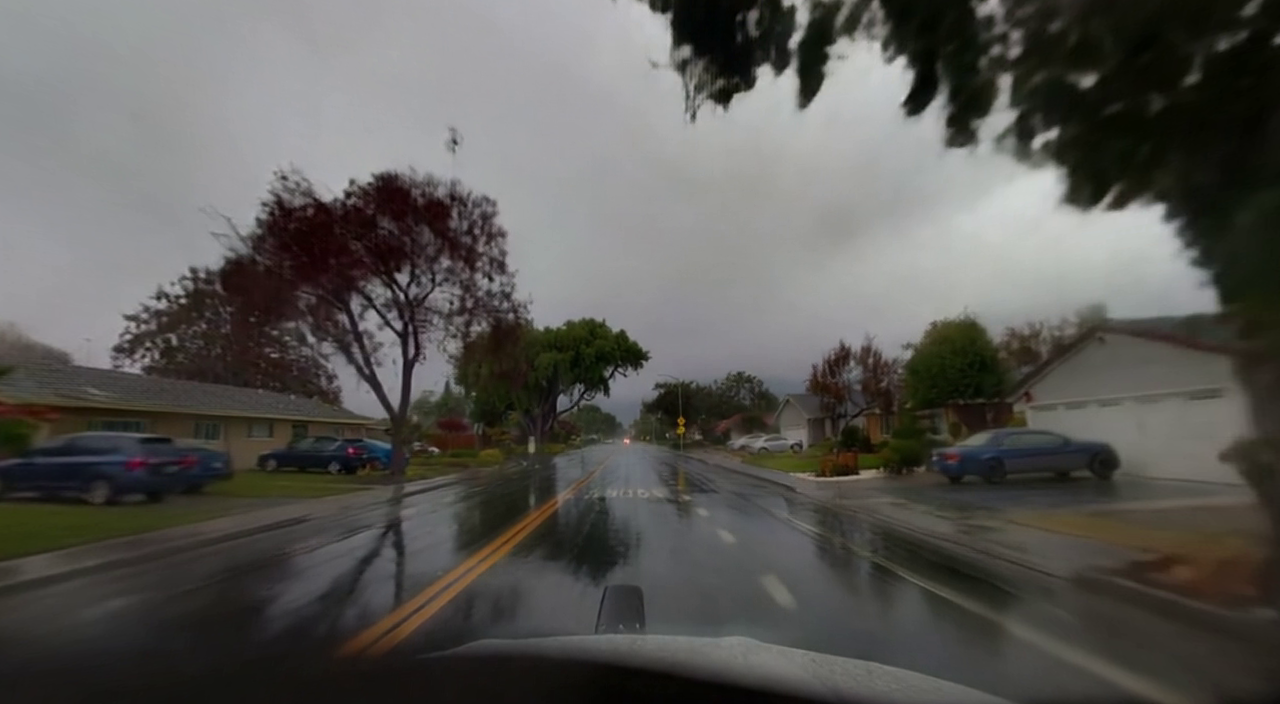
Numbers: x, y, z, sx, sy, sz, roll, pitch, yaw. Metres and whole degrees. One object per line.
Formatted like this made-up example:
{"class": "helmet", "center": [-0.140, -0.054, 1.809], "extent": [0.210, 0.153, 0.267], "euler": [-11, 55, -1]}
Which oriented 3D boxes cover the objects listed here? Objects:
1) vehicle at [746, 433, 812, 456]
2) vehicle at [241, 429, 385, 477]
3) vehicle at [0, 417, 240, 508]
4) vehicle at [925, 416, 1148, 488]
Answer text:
{"class": "vehicle", "center": [10.742, 7.183, 49.008], "extent": [4.493, 1.493, 1.926], "euler": [-3, -8, -4]}
{"class": "vehicle", "center": [-12.856, 4.002, 25.074], "extent": [4.549, 1.802, 2.081], "euler": [0, -8, 1]}
{"class": "vehicle", "center": [-12.450, 2.522, 14.635], "extent": [5.009, 1.880, 1.961], "euler": [-1, -7, 1]}
{"class": "vehicle", "center": [10.712, 2.731, 17.336], "extent": [4.751, 1.518, 1.885], "euler": [-4, -8, -1]}
